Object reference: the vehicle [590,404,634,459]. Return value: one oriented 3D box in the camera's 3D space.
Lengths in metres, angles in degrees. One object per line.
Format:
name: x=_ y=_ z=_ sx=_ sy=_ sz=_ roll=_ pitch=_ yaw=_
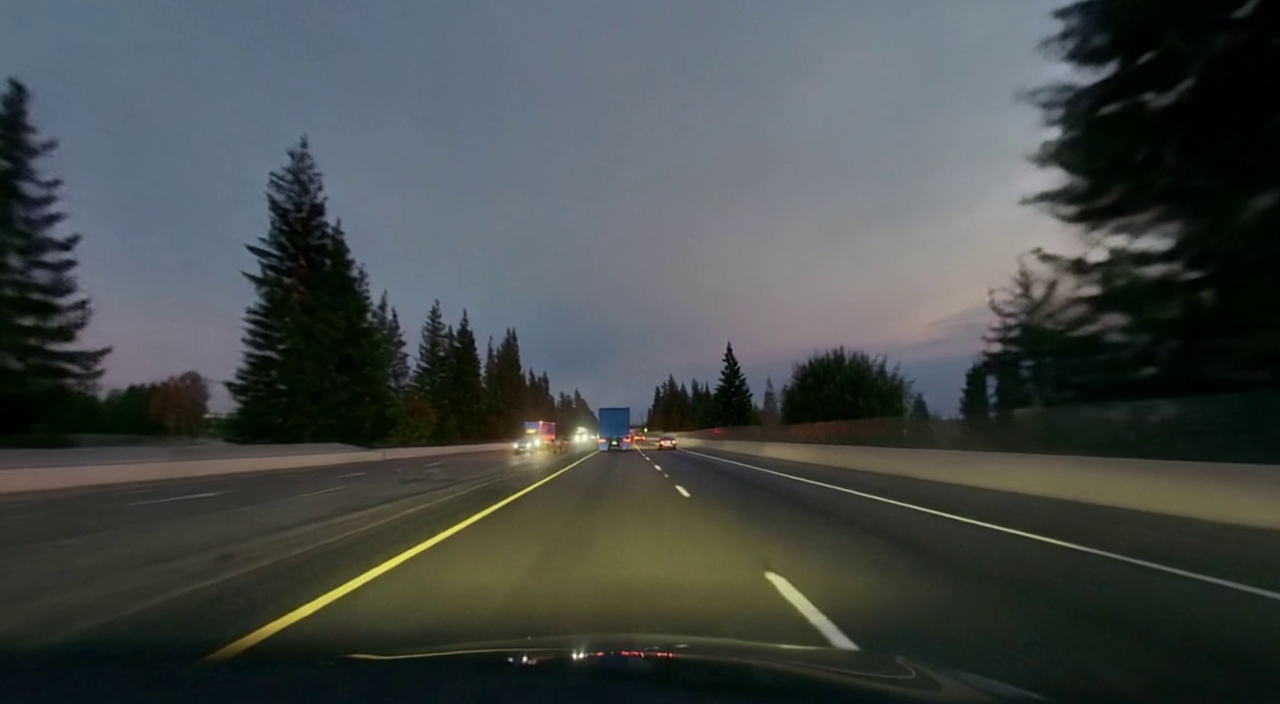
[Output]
vehicle: x=-1.742 y=4.972 z=39.139 sx=2.450 sy=3.098 sz=6.965 roll=0 pitch=-8 yaw=-2
